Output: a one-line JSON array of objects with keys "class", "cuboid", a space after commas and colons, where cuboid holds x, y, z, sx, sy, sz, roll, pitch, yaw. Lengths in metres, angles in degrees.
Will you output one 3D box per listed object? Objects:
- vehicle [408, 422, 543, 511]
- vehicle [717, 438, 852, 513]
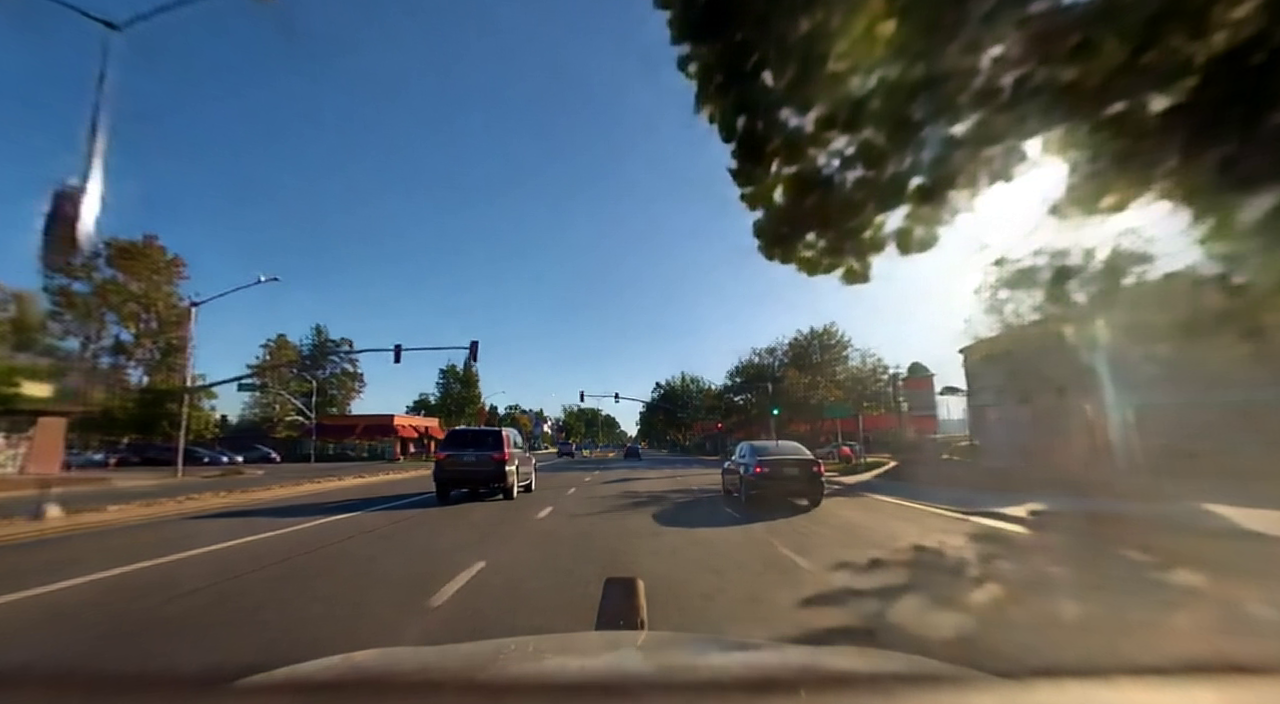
[{"class": "vehicle", "cuboid": [-3.735, 2.690, 15.321, 1.997, 1.806, 4.500, 0, -8, 1]}, {"class": "vehicle", "cuboid": [3.222, 2.859, 15.208, 1.975, 1.502, 4.787, 0, -8, -2]}]
